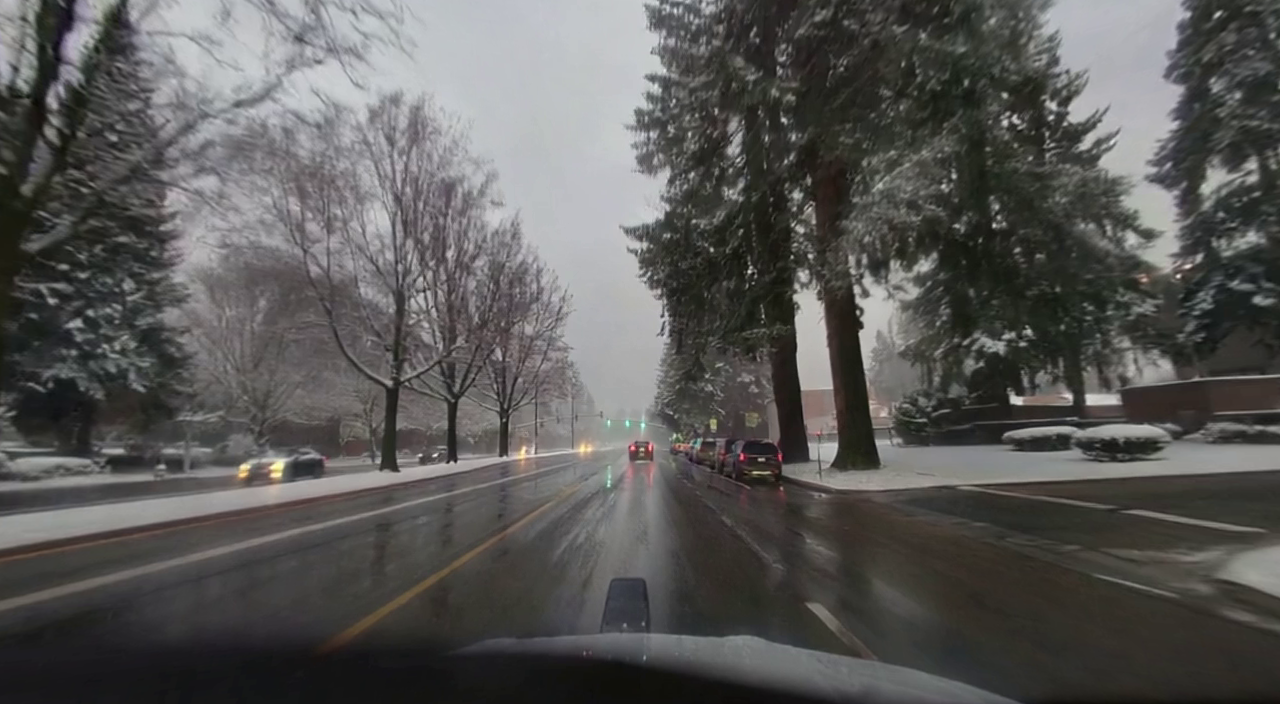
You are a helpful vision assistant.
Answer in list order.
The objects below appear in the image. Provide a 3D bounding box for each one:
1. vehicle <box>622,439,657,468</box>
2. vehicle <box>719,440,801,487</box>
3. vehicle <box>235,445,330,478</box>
[{"bbox_3d":[-0.022,6.521,40.842,2.169,1.751,4.276,0,-8,1],"label":"vehicle"},{"bbox_3d":[4.240,4.018,23.113,2.035,1.500,4.912,0,-8,0],"label":"vehicle"},{"bbox_3d":[-17.833,5.458,31.731,1.932,1.516,4.738,-1,-8,1],"label":"vehicle"}]
